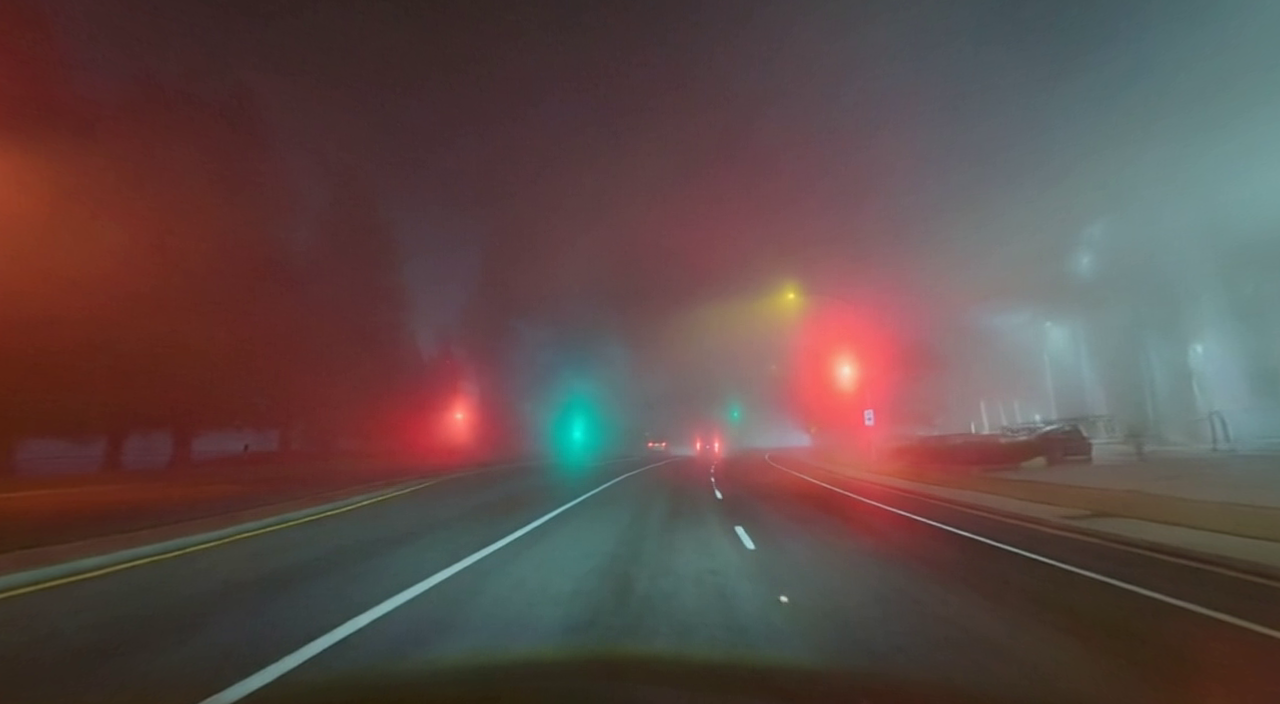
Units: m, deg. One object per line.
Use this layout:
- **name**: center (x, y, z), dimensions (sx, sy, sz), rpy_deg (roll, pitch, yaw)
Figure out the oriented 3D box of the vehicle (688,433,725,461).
- **vehicle**: center (4.961, 6.949, 46.475), dimensions (2.356, 1.931, 4.840), rpy_deg (-2, -8, 10)
